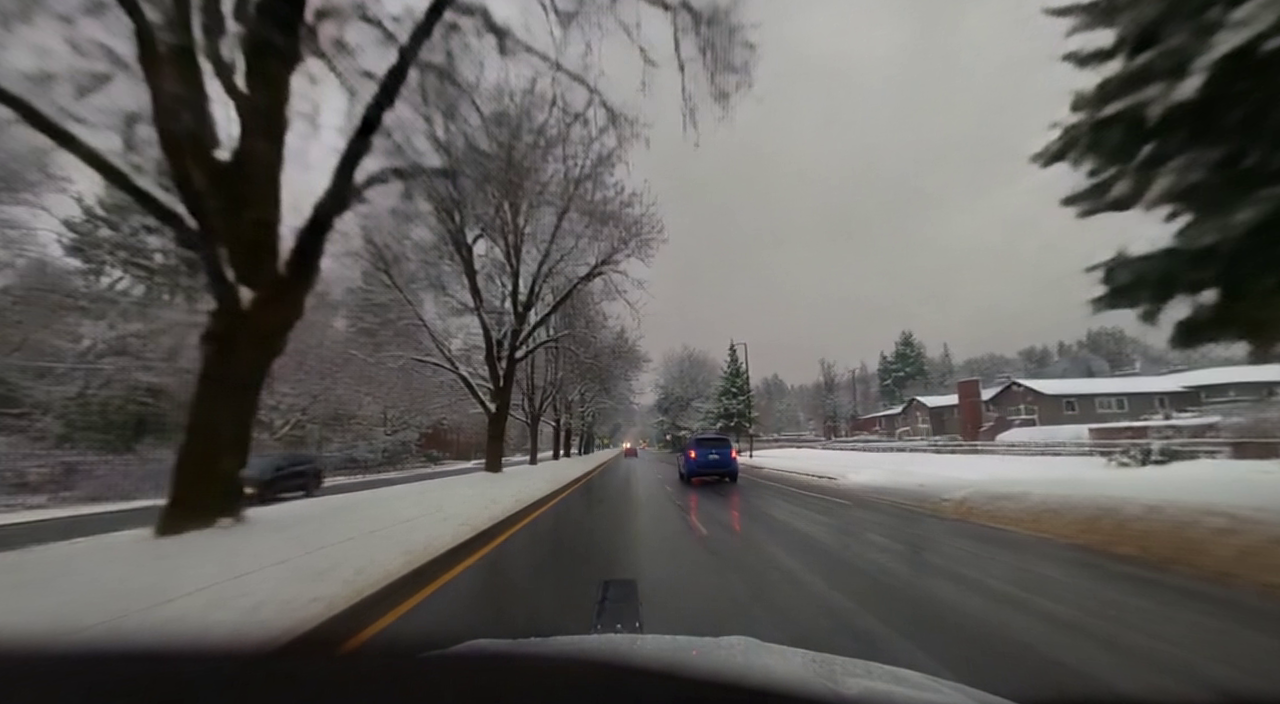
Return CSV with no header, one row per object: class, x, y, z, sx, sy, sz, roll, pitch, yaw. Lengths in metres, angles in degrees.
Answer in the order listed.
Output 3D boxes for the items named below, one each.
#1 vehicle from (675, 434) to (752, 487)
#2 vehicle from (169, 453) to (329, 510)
vehicle,2.523,3.865,22.860,2.164,1.725,4.285,0,-8,-1
vehicle,-11.792,3.910,19.538,1.968,1.476,4.631,0,-8,0
